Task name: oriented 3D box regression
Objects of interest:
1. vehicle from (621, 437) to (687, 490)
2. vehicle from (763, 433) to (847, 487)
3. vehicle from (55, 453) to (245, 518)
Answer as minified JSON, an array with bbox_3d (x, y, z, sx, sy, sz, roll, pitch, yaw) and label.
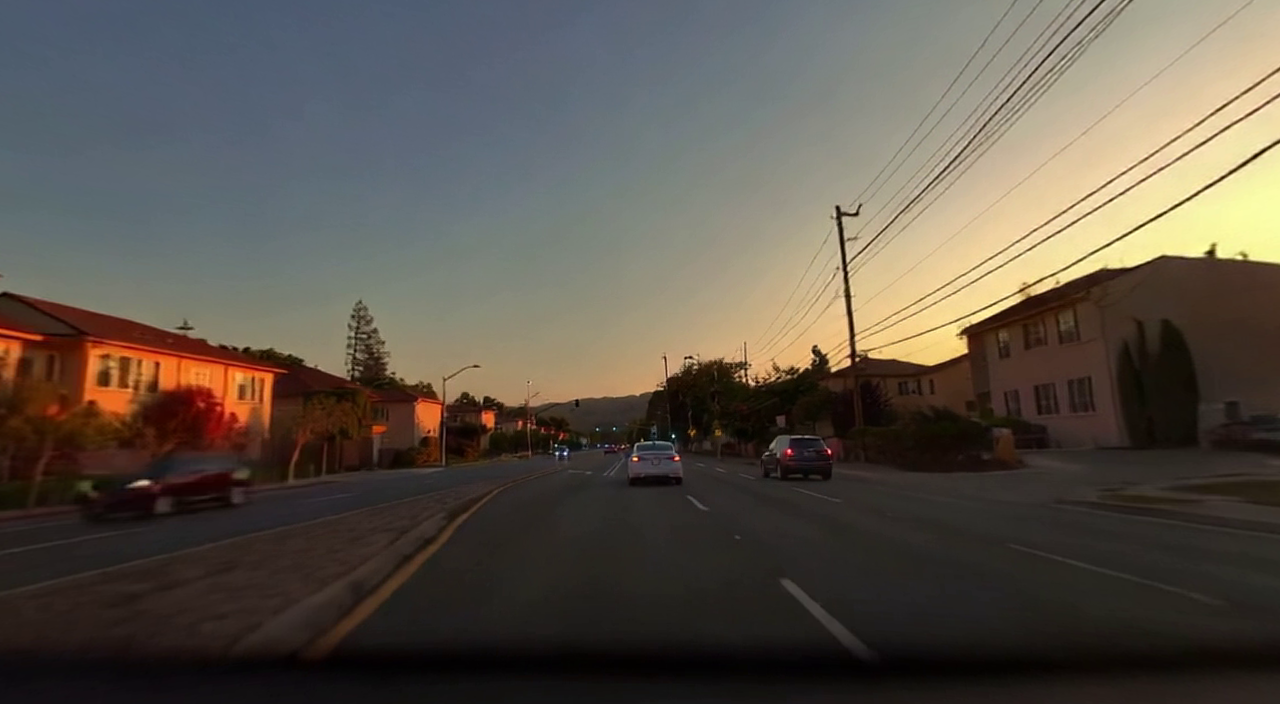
[{"bbox_3d":[0.454,3.936,22.477,2.138,1.702,4.168,0,-9,0],"label":"vehicle"},{"bbox_3d":[6.305,4.173,24.591,2.061,1.889,4.268,0,-9,0],"label":"vehicle"},{"bbox_3d":[-14.252,3.858,18.728,2.011,1.670,4.360,-1,-9,2],"label":"vehicle"}]
